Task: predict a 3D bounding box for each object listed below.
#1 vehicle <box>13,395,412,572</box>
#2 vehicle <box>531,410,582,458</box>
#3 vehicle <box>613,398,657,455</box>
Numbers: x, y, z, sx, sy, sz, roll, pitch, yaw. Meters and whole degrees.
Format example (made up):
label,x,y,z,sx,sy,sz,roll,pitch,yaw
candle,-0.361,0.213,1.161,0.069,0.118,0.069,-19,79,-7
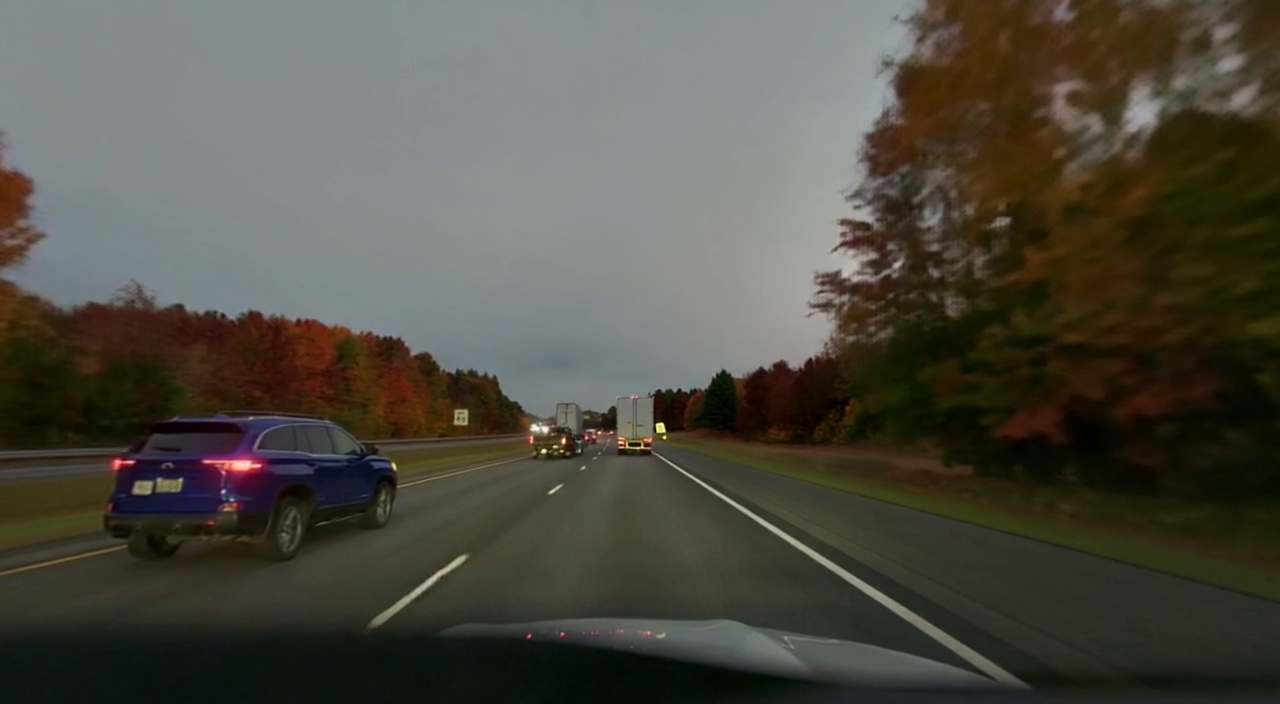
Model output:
label,x,y,z,sx,sy,sz,roll,pitch,yaw
vehicle,-4.887,1.549,8.275,2.089,1.669,4.515,0,-8,-1
vehicle,-5.006,5.025,38.445,2.383,2.726,5.677,0,-8,-1
vehicle,-0.506,5.781,48.459,3.078,3.955,8.774,0,-8,-2
